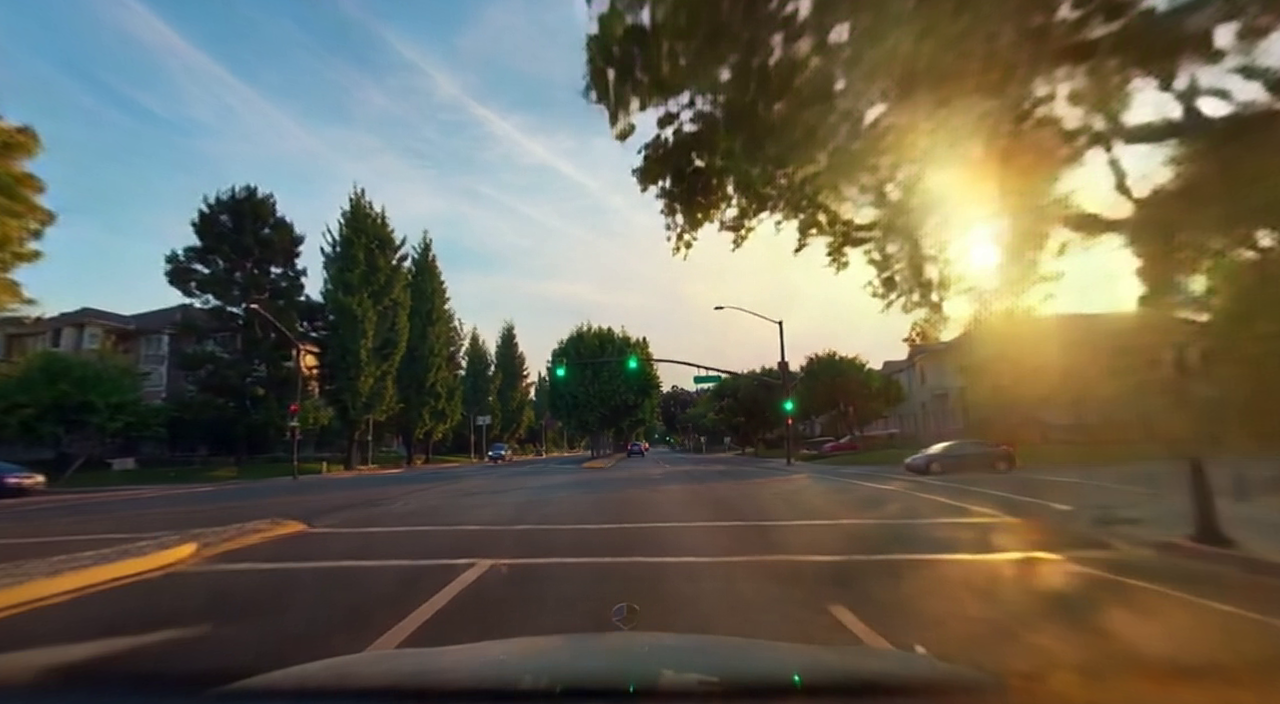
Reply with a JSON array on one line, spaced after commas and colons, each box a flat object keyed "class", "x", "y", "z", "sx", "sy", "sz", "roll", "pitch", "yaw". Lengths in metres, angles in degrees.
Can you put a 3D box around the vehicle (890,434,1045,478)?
[{"class": "vehicle", "x": 12.061, "y": 3.861, "z": 23.505, "sx": 4.611, "sy": 1.505, "sz": 2.029, "roll": 0, "pitch": -9, "yaw": -1}]
